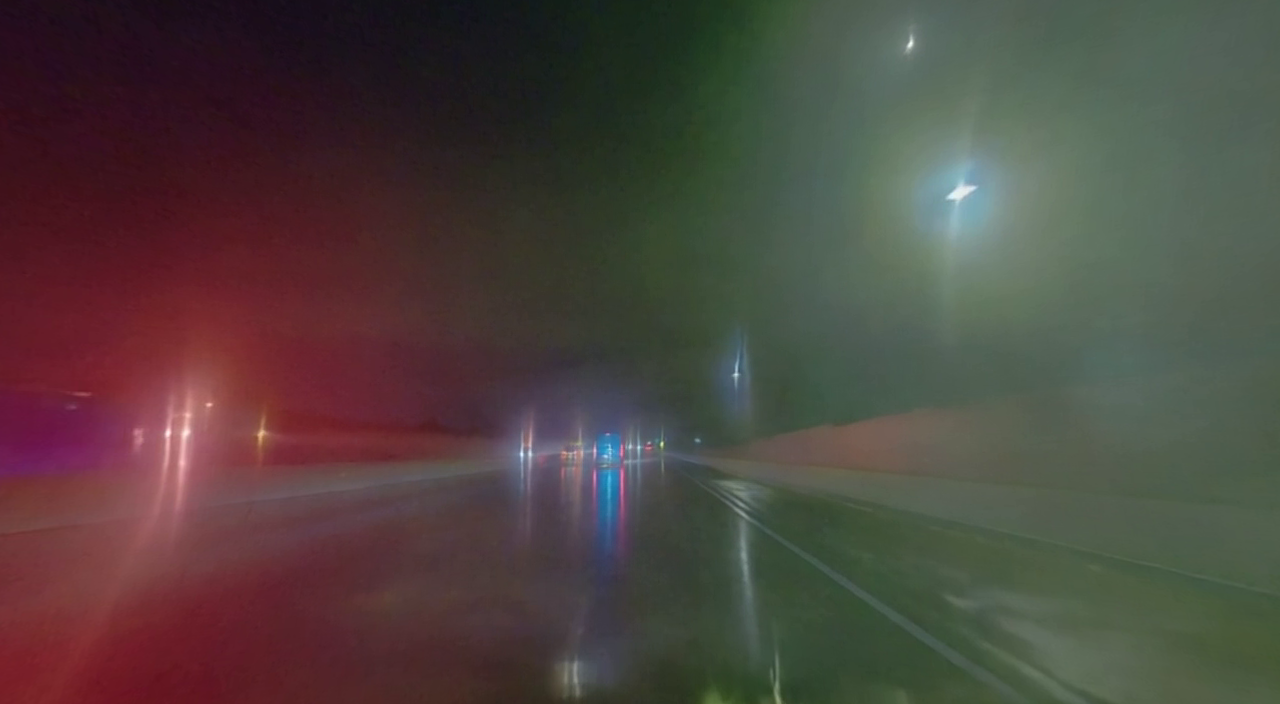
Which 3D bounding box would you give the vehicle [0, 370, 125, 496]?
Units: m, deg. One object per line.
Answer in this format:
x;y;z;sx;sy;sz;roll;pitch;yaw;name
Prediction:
-23.332;2.451;19.309;3.561;4.188;13.676;-1;-9;0;vehicle

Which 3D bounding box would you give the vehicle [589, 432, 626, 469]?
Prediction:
-2.308;7.318;46.814;2.437;2.565;5.829;0;-9;0;vehicle
